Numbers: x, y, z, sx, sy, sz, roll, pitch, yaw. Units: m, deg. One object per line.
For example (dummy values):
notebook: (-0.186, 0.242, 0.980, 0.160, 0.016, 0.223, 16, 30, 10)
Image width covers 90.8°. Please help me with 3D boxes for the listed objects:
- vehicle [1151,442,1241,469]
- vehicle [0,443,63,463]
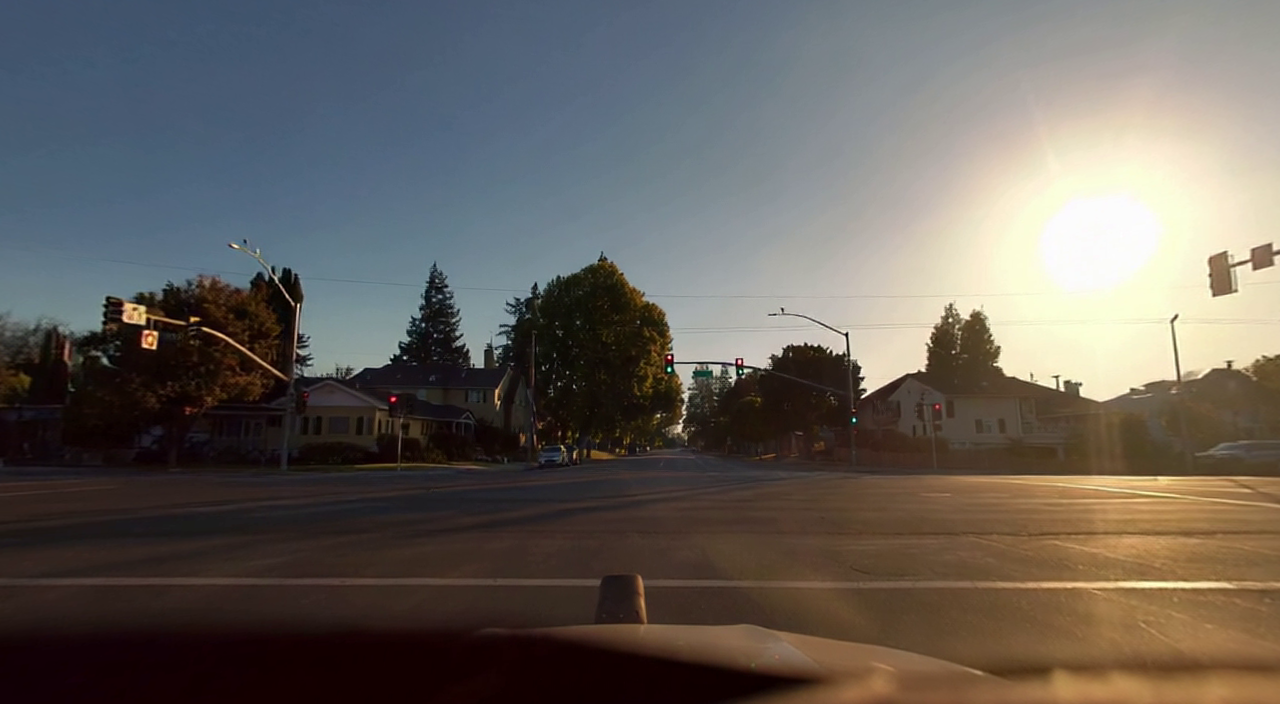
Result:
vehicle: (36.789, 6.846, 41.942, 1.853, 1.723, 4.460, 0, -9, 0)
vehicle: (-44.294, 7.270, 45.403, 3.949, 1.422, 1.744, 0, -9, 1)
